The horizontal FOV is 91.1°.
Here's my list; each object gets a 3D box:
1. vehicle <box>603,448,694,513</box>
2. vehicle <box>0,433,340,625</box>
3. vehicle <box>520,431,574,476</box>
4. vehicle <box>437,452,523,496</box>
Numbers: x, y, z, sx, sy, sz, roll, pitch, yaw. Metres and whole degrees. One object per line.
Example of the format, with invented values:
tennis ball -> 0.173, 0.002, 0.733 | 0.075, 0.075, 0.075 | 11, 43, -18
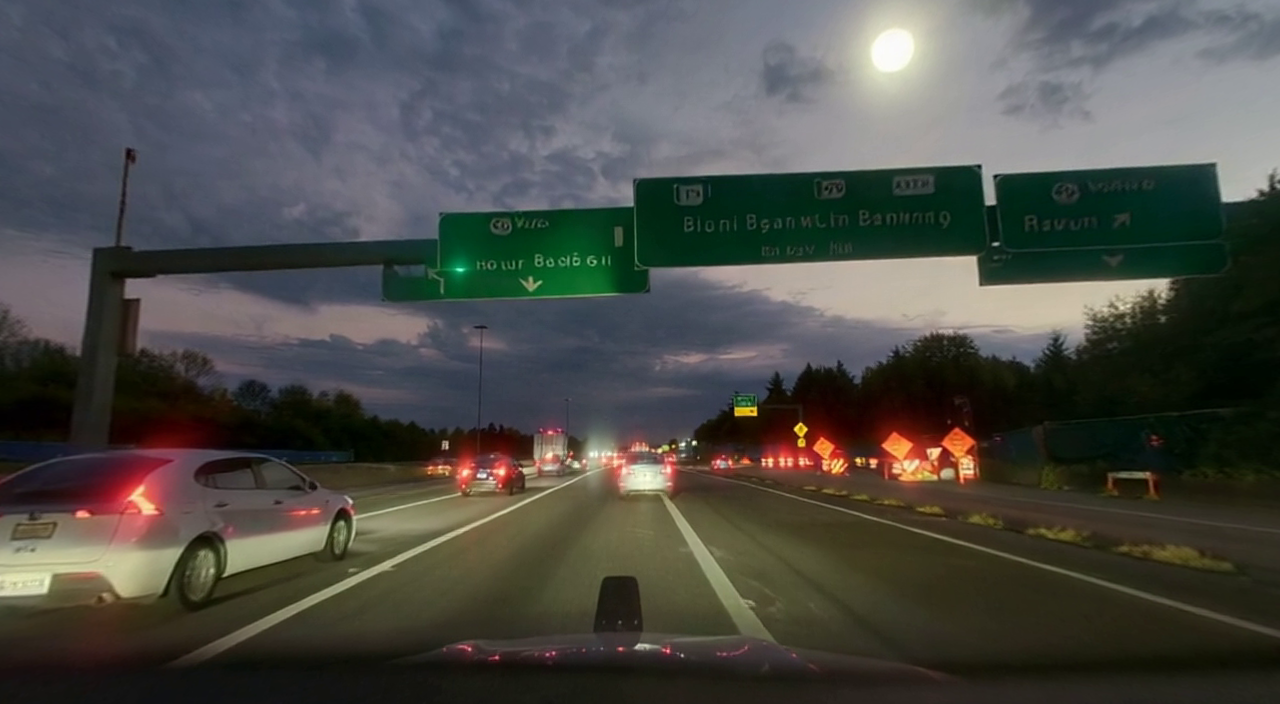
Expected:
vehicle -> 0.195, 3.202, 16.113 | 2.080, 1.451, 3.512 | 0, -9, 0
vehicle -> -5.519, 1.757, 7.259 | 1.892, 1.481, 4.573 | 0, -9, -1
vehicle -> -5.853, 6.534, 40.464 | 2.326, 2.645, 6.249 | 0, -9, 1
vehicle -> -5.654, 4.342, 22.769 | 2.063, 1.417, 4.000 | 0, -9, 0
